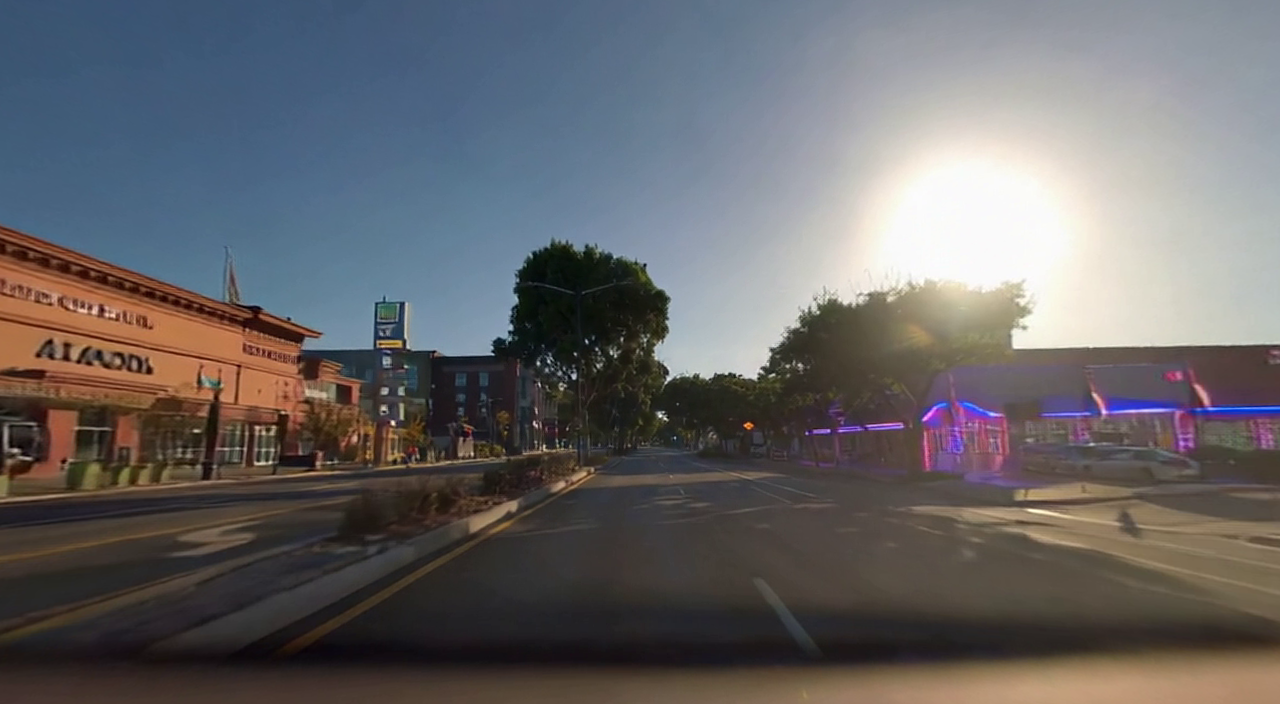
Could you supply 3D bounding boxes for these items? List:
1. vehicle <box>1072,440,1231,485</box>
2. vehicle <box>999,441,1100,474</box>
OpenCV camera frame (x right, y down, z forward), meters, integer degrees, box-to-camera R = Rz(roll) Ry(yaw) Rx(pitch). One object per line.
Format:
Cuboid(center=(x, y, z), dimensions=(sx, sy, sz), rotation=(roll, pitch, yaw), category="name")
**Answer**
Cuboid(center=(19.878, 4.286, 24.680), dimensions=(4.468, 1.635, 2.017), rotation=(0, -8, -2), category="vehicle")
Cuboid(center=(21.219, 5.497, 32.987), dimensions=(1.981, 1.575, 4.376), rotation=(0, -9, -6), category="vehicle")
